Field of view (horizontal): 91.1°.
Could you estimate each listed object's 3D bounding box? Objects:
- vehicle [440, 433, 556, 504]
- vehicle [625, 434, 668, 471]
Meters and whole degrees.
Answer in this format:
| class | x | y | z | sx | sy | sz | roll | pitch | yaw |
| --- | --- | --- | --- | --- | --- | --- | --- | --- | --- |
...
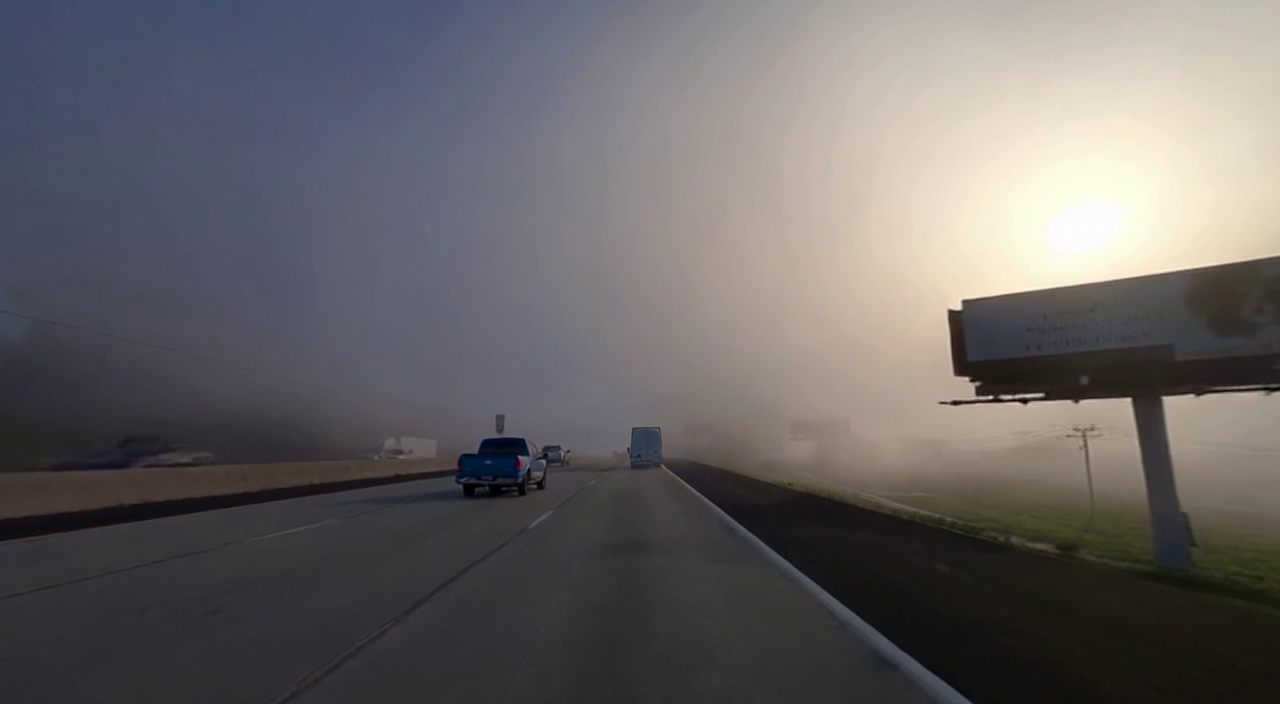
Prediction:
| class | x | y | z | sx | sy | sz | roll | pitch | yaw |
| --- | --- | --- | --- | --- | --- | --- | --- | --- | --- |
| vehicle | -3.851 | 3.265 | 18.035 | 2.145 | 1.730 | 4.729 | 0 | -9 | 1 |
| vehicle | 0.412 | 6.720 | 42.263 | 2.692 | 2.279 | 5.695 | 0 | -9 | 0 |
